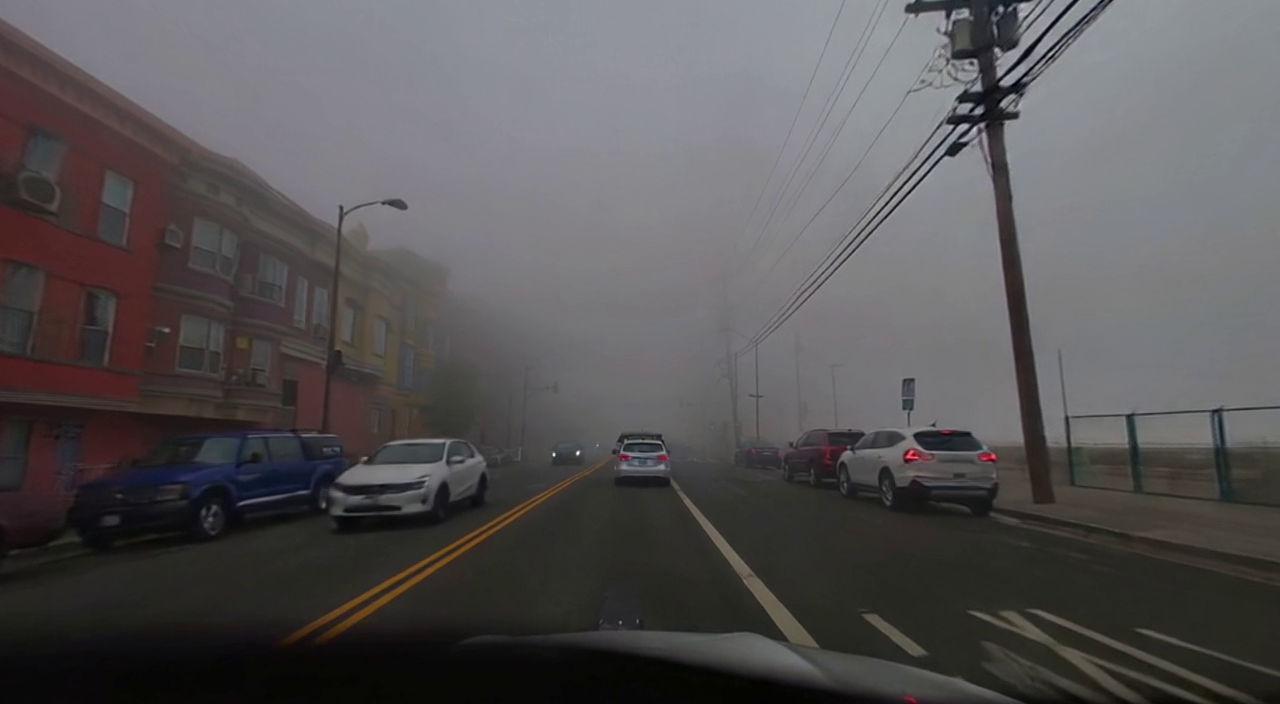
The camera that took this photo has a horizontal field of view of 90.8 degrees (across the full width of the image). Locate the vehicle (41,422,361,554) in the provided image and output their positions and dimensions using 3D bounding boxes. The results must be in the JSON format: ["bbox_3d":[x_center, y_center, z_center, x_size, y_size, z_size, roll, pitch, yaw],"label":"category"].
[{"bbox_3d":[-7.401,2.283,11.639,2.095,1.847,5.290,0,-8,0],"label":"vehicle"}]

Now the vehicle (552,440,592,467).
[{"bbox_3d":[-4.103,6.197,38.715,1.968,1.524,4.304,0,-8,0],"label":"vehicle"}]

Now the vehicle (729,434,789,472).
[{"bbox_3d":[6.384,5.512,34.667,2.197,1.917,5.637,0,-8,0],"label":"vehicle"}]

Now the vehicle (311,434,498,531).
[{"bbox_3d":[-4.234,2.396,12.267,1.944,1.515,4.428,0,-8,0],"label":"vehicle"}]

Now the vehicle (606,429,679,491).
[{"bbox_3d":[0.082,3.190,18.927,1.980,1.635,3.795,0,-8,0],"label":"vehicle"}]

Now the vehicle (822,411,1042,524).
[{"bbox_3d":[6.246,2.562,14.664,2.203,2.052,5.975,0,-8,0],"label":"vehicle"}]
